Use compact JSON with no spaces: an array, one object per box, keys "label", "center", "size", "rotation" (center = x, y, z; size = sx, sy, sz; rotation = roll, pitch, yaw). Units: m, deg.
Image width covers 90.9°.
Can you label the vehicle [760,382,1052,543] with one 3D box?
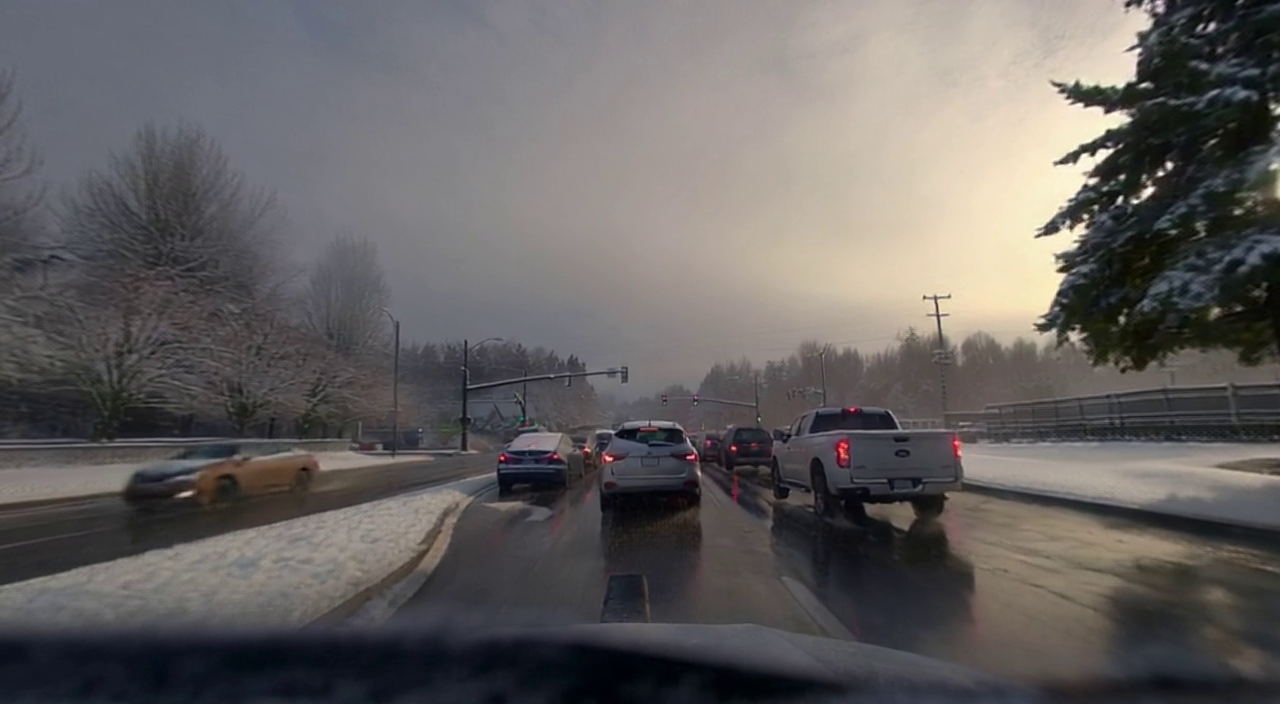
[{"label":"vehicle","center":[3.662,1.729,10.367],"size":[2.317,1.857,5.940],"rotation":[0,-9,1]}]

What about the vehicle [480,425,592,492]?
[{"label":"vehicle","center":[-2.510,2.728,16.390],"size":[2.023,1.494,4.259],"rotation":[0,-9,2]}]

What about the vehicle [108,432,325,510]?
[{"label":"vehicle","center":[-9.298,2.629,14.398],"size":[1.868,1.496,4.219],"rotation":[0,-9,3]}]

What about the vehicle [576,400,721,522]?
[{"label":"vehicle","center":[0.211,1.891,11.265],"size":[2.113,1.768,3.901],"rotation":[0,-9,3]}]
